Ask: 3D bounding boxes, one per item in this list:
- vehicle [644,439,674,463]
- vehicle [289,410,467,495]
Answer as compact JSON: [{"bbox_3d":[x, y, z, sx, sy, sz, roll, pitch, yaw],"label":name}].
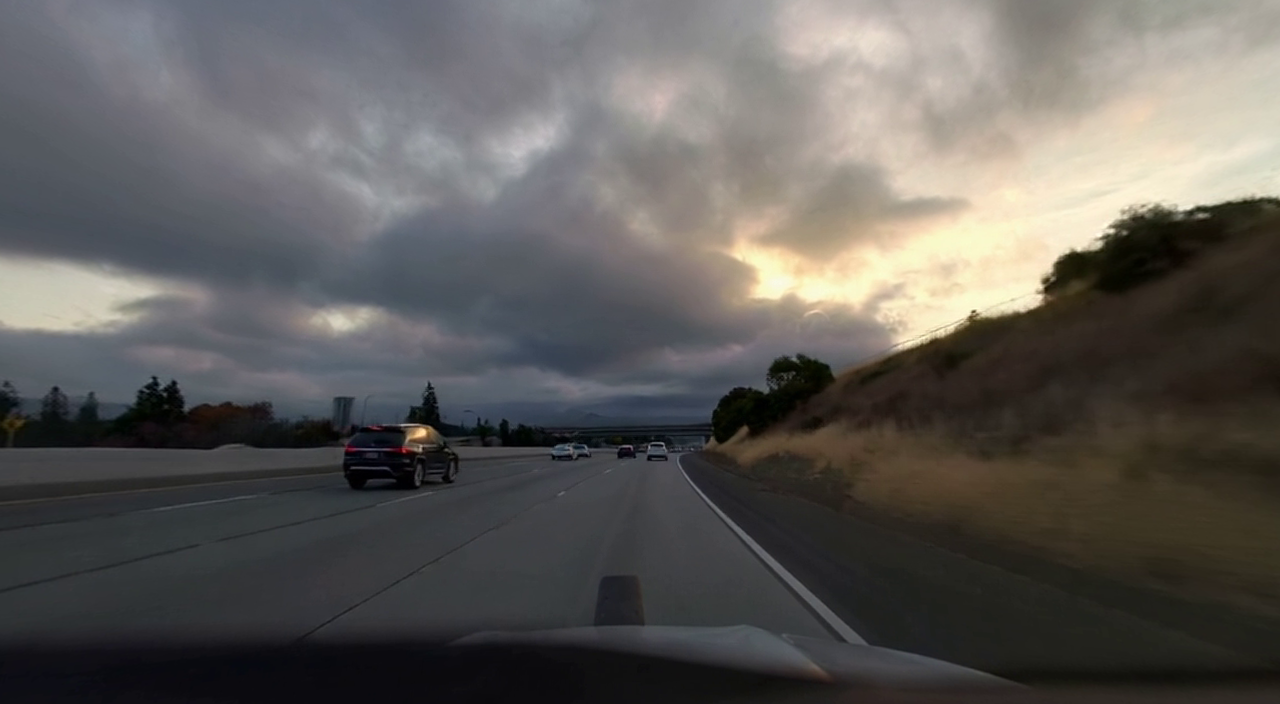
[{"bbox_3d":[1.420,7.359,46.815,2.141,1.706,4.065,0,-8,2],"label":"vehicle"},{"bbox_3d":[-6.955,2.787,17.680,2.438,1.967,5.596,0,-8,2],"label":"vehicle"}]
